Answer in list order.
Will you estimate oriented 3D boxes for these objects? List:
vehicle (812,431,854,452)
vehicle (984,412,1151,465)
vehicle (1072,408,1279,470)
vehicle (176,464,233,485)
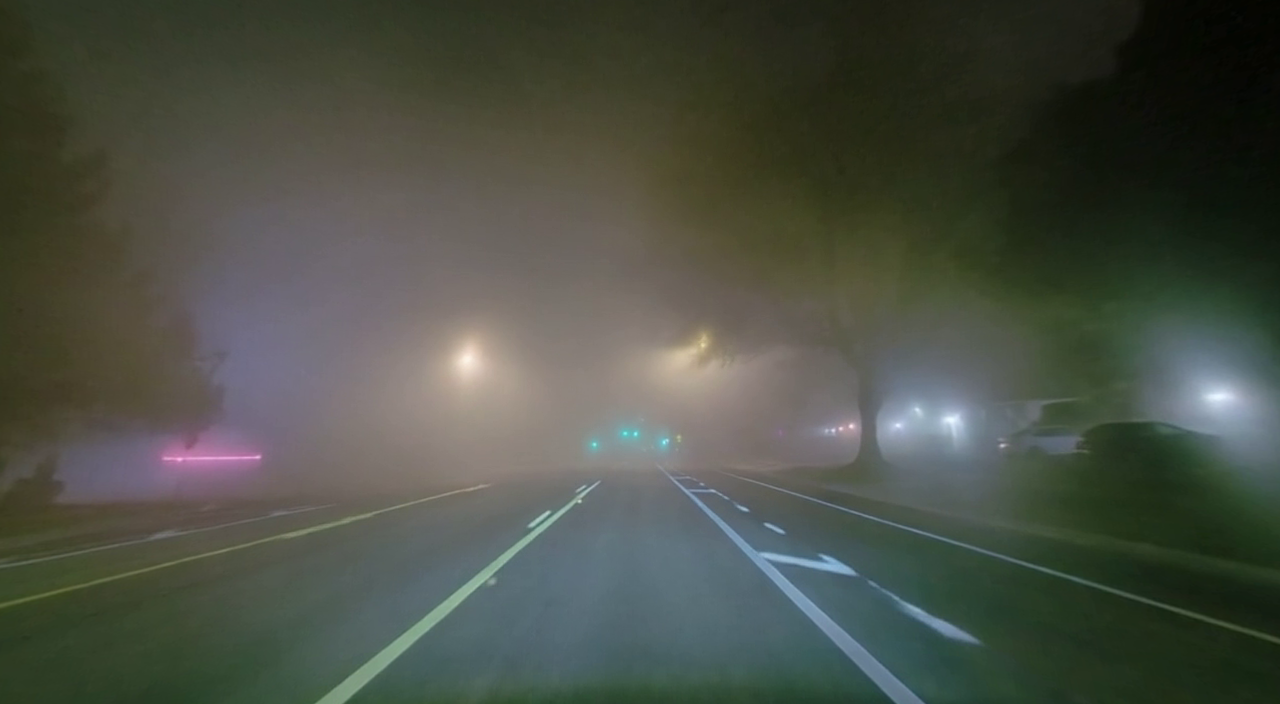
[{"bbox_3d":[15.092,7.077,49.664,1.908,1.610,4.582,-1,-9,2],"label":"vehicle"},{"bbox_3d":[16.299,3.328,24.278,4.843,1.594,2.127,-4,-9,-3],"label":"vehicle"},{"bbox_3d":[16.291,2.665,19.267,4.655,1.511,2.045,-3,-9,-1],"label":"vehicle"},{"bbox_3d":[-34.050,9.593,49.546,1.774,1.430,4.131,0,-9,-4],"label":"vehicle"}]
